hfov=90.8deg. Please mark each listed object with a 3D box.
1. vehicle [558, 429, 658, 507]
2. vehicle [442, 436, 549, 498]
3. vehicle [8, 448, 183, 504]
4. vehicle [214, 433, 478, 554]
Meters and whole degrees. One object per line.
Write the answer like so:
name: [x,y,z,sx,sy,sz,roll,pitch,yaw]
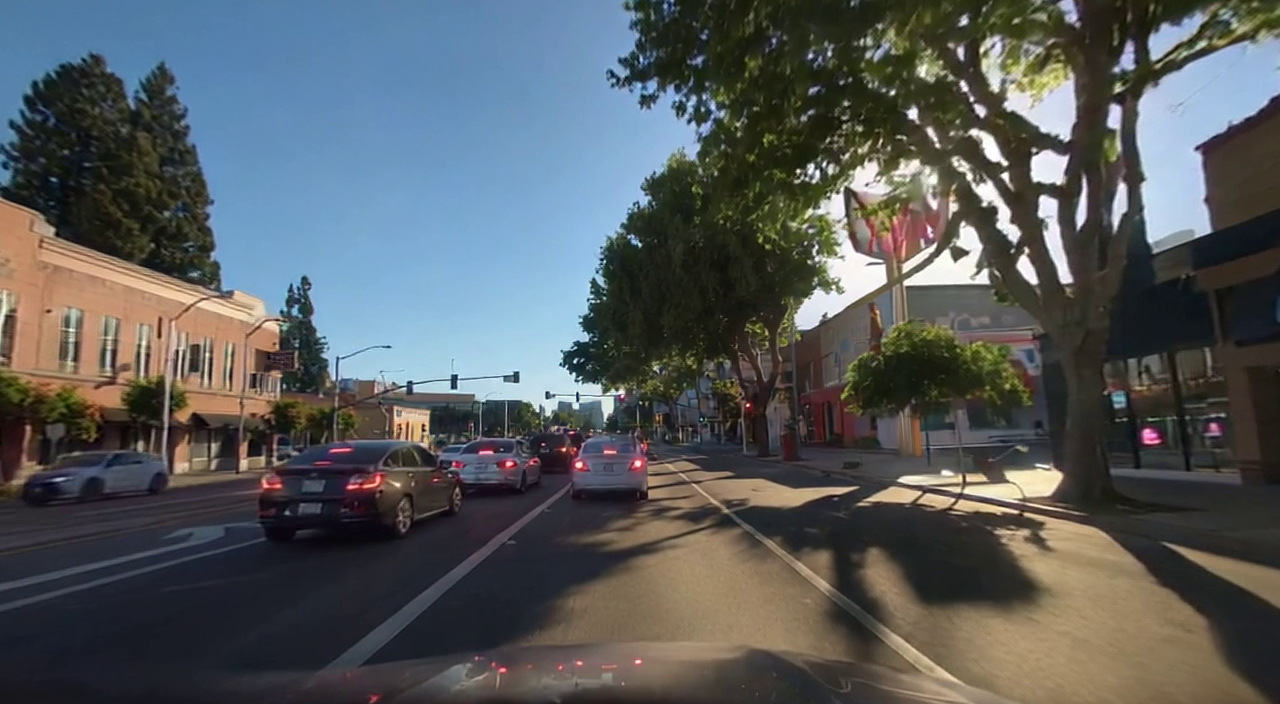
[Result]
vehicle: [-0.665,2.662,14.873,2.042,1.555,3.912,0,-9,0]
vehicle: [-3.768,3.073,17.258,1.950,1.487,4.130,0,-9,0]
vehicle: [-19.005,4.285,22.460,2.054,1.724,4.829,0,-9,-3]
vehicle: [-4.161,2.060,9.988,2.020,1.457,4.496,0,-9,0]
